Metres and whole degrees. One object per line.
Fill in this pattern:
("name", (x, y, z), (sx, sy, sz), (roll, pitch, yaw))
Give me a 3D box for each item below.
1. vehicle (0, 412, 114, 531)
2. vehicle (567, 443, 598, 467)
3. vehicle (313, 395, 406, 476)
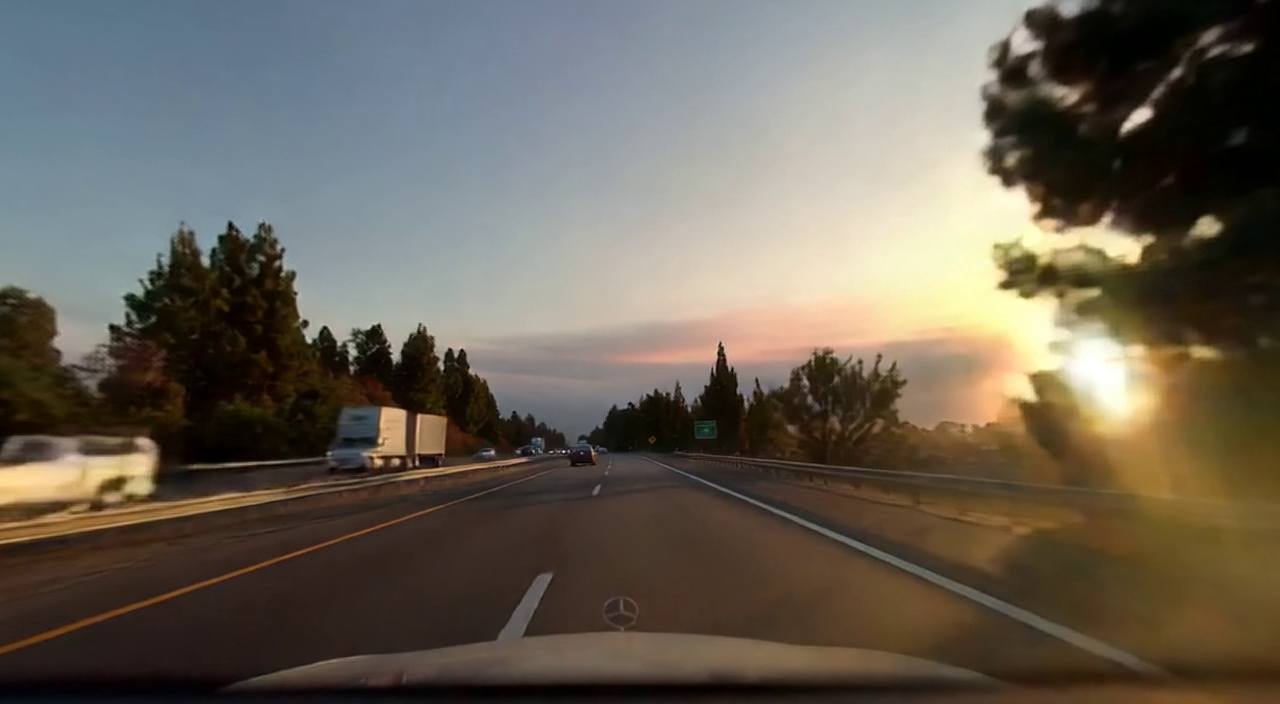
("vehicle", (-11.557, 1.924, 9.997), (2.207, 1.926, 4.777), (0, -9, -2))
("vehicle", (-4.224, 7.680, 46.816), (2.098, 1.692, 4.038), (0, -9, -2))
("vehicle", (-16.860, 5.179, 38.243), (2.959, 4.473, 5.911), (-1, -9, -1))
